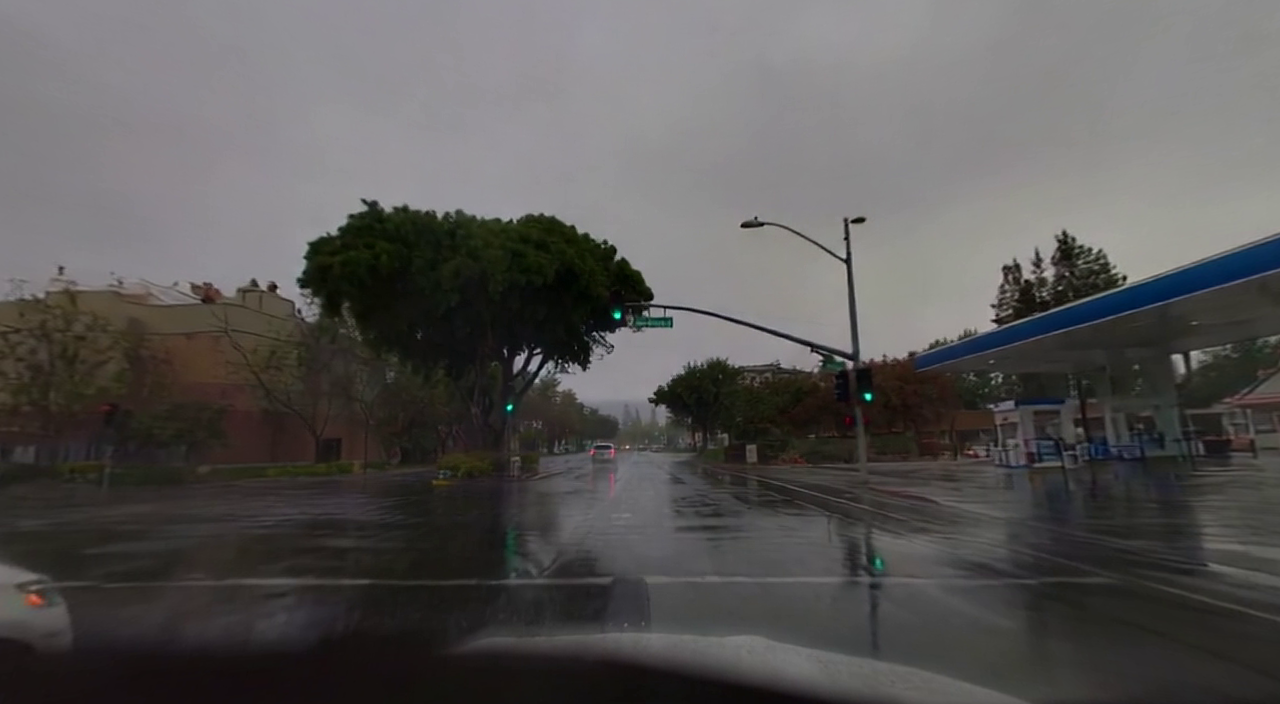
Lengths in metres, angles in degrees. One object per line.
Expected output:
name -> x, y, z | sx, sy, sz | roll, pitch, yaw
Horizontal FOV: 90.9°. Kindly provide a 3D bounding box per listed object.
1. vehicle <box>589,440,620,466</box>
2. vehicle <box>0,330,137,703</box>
vehicle -> -2.487, 7.210, 45.087 | 2.011, 1.756, 4.478 | 0, -9, 0
vehicle -> -3.315, 0.557, 0.941 | 1.751, 1.693, 3.998 | 0, -9, 0
